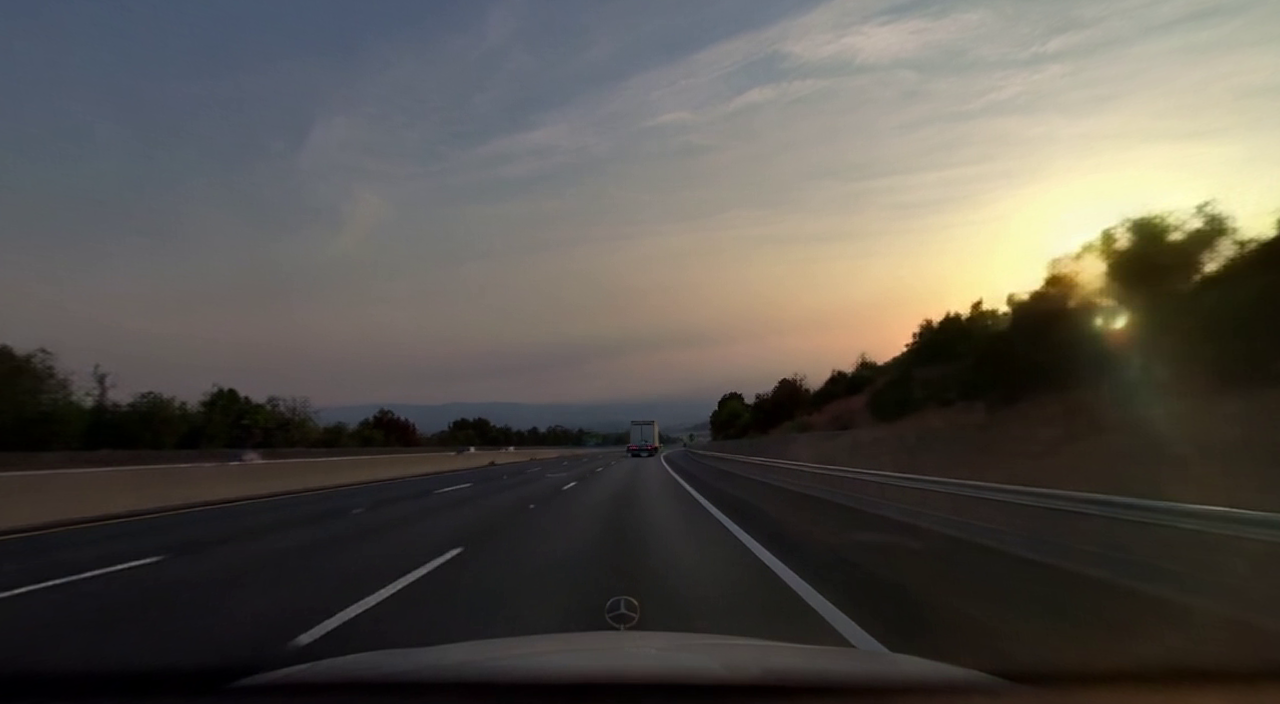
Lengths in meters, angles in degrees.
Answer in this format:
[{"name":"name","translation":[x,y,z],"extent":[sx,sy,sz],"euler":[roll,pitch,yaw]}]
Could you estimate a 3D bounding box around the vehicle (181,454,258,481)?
[{"name":"vehicle","translation":[-24.148,6.630,36.400],"extent":[1.719,1.426,3.827],"euler":[0,-9,1]}]
